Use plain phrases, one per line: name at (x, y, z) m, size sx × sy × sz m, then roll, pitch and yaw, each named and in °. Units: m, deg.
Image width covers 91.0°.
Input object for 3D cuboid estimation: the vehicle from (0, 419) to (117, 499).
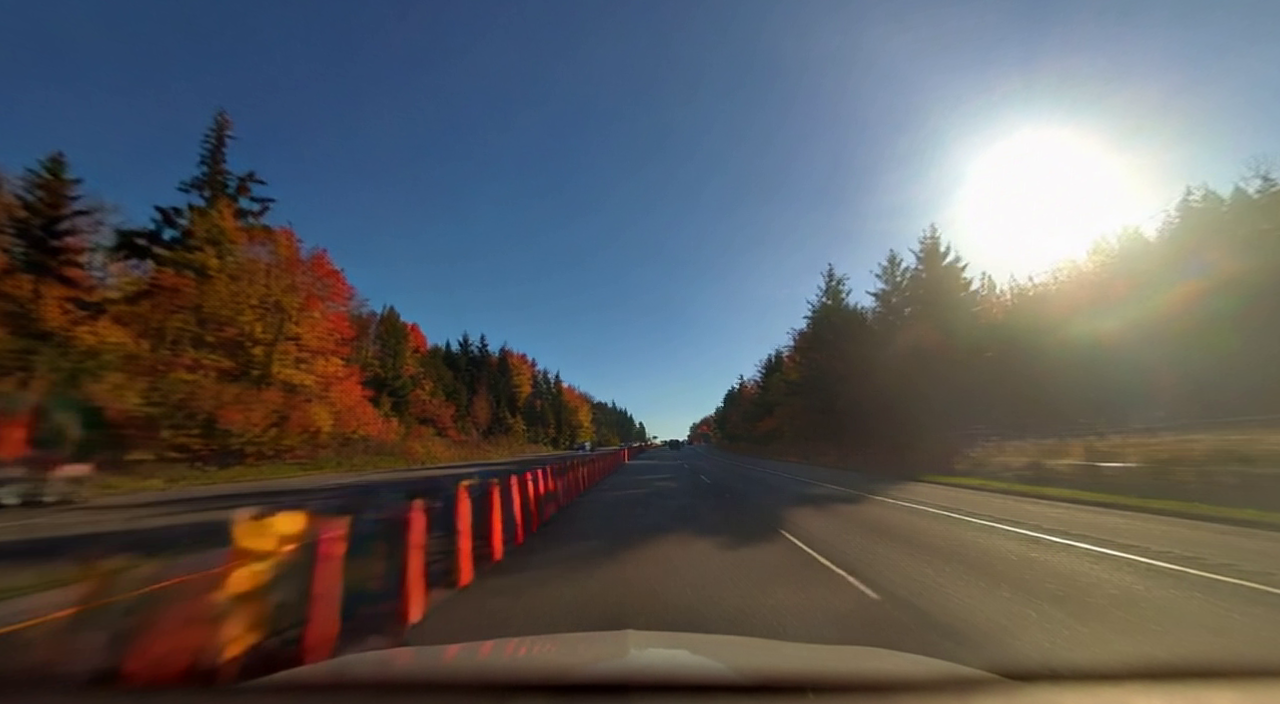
vehicle at (-14.906, 2.403, 14.190) m, size 1.984 × 1.726 × 4.775 m, roll 0°, pitch -8°, yaw 2°
